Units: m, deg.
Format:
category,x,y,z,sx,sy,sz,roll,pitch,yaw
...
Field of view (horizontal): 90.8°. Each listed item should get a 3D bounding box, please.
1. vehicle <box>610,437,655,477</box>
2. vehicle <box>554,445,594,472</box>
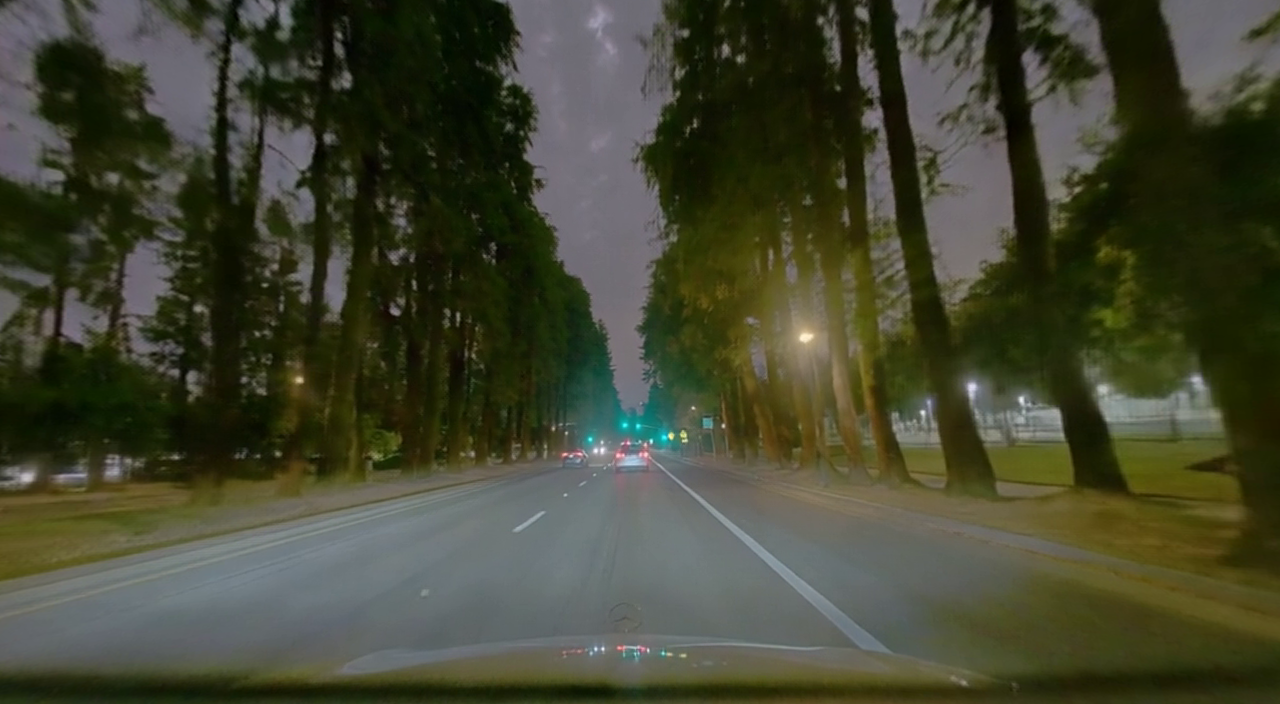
category,x,y,z,sx,sy,sz,roll,pitch,yaw
vehicle,-0.346,4.998,30.304,2.018,1.769,3.897,0,-8,-1
vehicle,-4.023,6.523,39.019,1.936,1.538,4.016,0,-8,1
